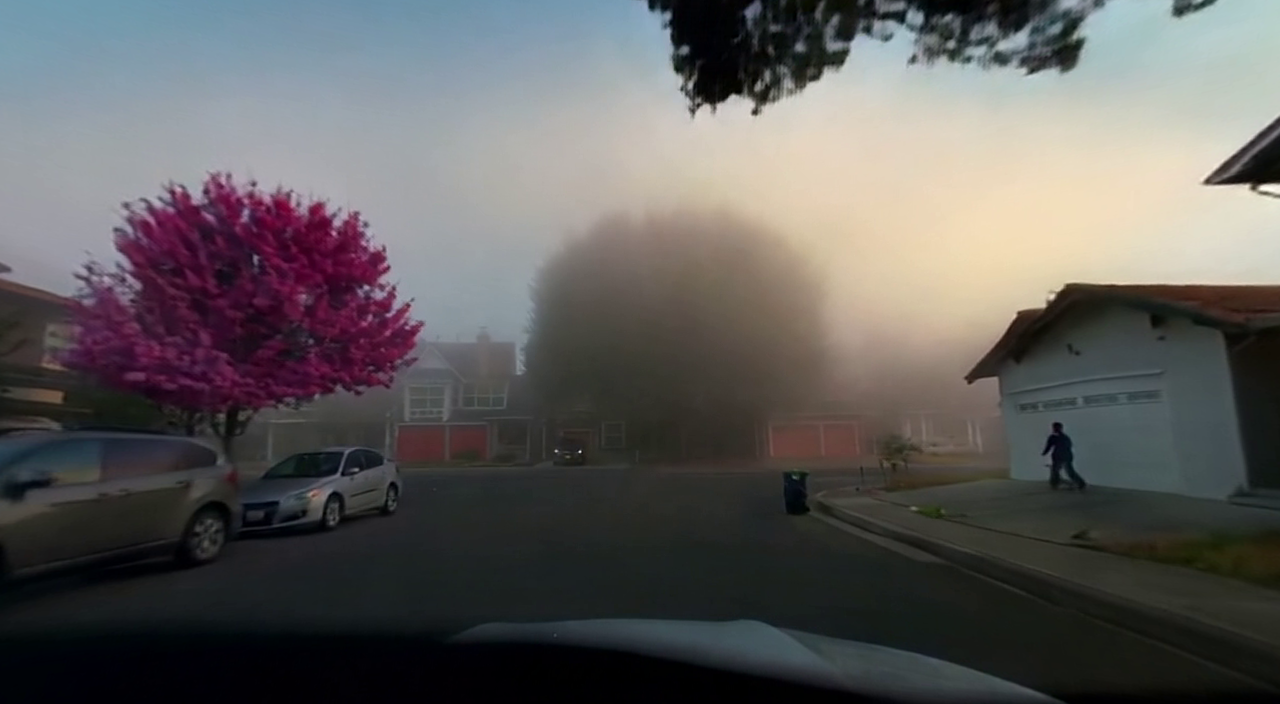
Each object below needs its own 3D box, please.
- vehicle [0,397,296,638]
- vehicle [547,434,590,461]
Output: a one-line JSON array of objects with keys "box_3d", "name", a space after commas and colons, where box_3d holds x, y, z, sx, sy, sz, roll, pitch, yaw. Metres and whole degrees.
[{"box_3d": [-5.804, 1.442, 6.074, 2.139, 1.783, 4.717, -1, -8, 2], "name": "vehicle"}, {"box_3d": [-4.306, 5.844, 38.547, 1.968, 1.491, 4.486, 0, -8, 2], "name": "vehicle"}]
